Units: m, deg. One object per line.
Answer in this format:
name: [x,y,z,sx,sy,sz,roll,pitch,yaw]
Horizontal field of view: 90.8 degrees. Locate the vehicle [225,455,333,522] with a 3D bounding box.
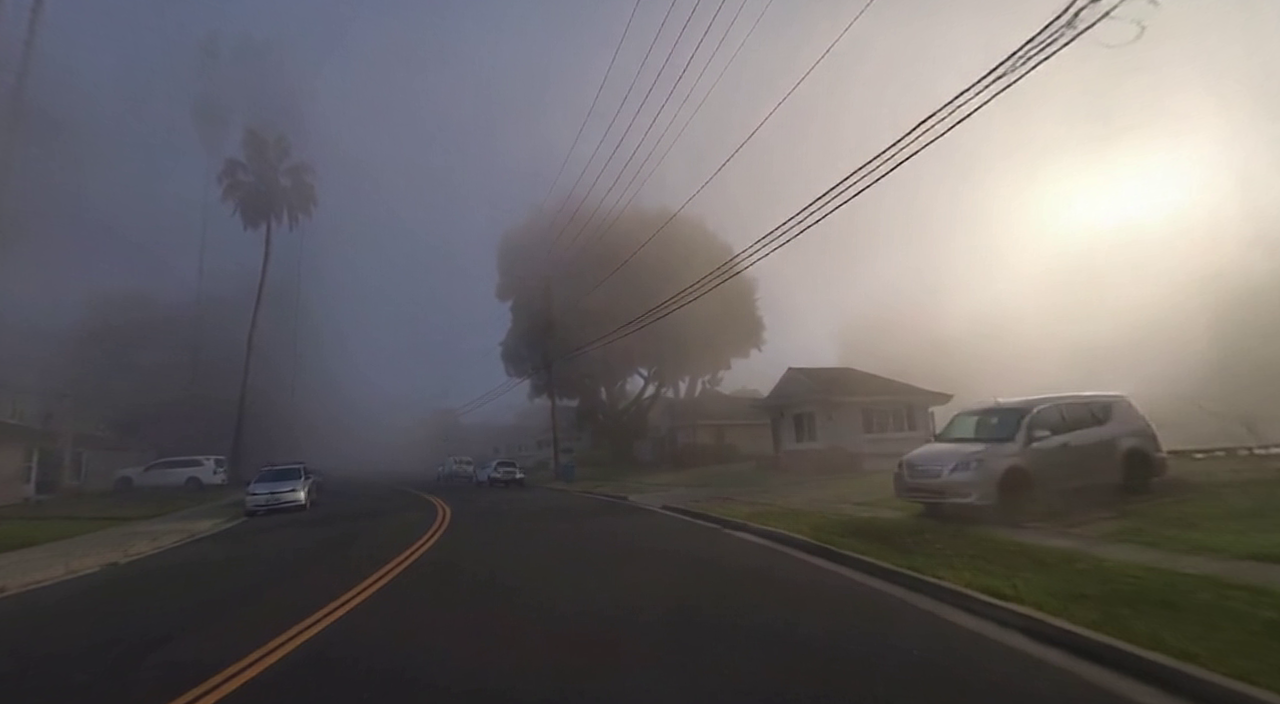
vehicle: [-11.719,4.433,20.911,2.410,1.790,4.699,1,-10,-22]

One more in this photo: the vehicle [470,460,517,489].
vehicle: [-8.531,7.061,36.650,1.870,1.490,3.802,4,-10,-25]

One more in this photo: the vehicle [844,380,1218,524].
vehicle: [6.526,1.689,10.871,5.102,2.040,2.472,2,-9,-14]

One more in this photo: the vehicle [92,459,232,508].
vehicle: [-19.748,5.429,26.304,4.060,1.843,1.979,2,-9,-16]
